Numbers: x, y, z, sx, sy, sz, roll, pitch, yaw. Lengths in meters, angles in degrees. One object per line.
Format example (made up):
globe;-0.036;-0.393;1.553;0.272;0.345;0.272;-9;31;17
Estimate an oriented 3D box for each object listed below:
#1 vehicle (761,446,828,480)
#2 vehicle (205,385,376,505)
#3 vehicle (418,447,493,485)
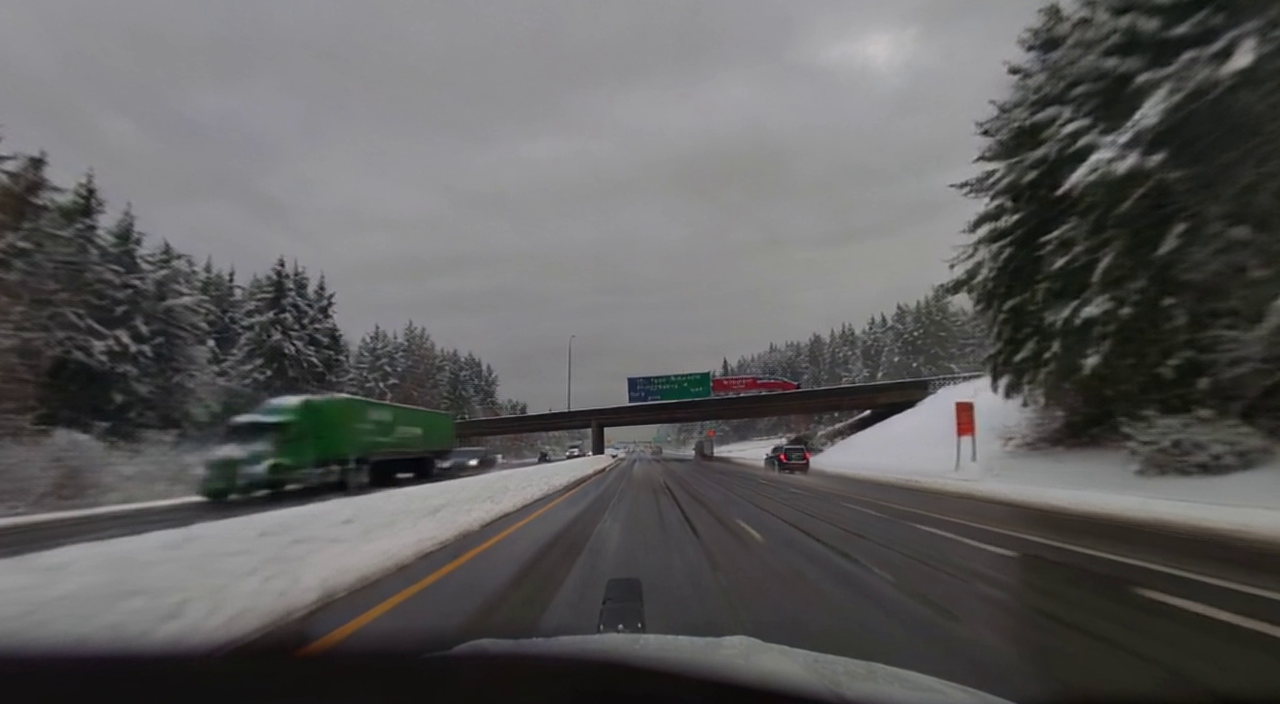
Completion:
vehicle;7.084;5.142;29.355;1.987;1.473;4.244;0;-9;0
vehicle;-12.926;3.561;24.042;2.986;3.986;5.798;0;-9;0
vehicle;-8.673;5.404;30.177;2.123;1.631;4.828;0;-9;0
